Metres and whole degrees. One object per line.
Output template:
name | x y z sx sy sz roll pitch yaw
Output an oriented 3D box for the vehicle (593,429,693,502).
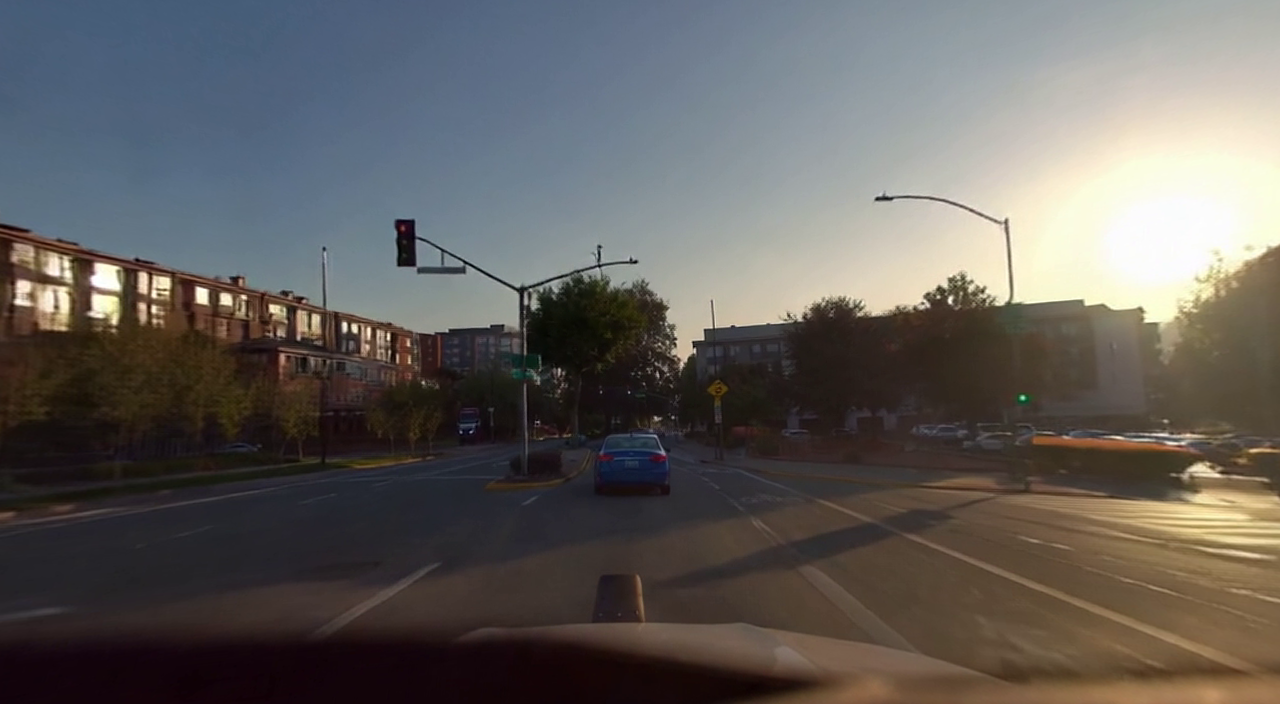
vehicle | -0.068 2.477 14.313 1.950 1.401 4.159 0 -8 -4
